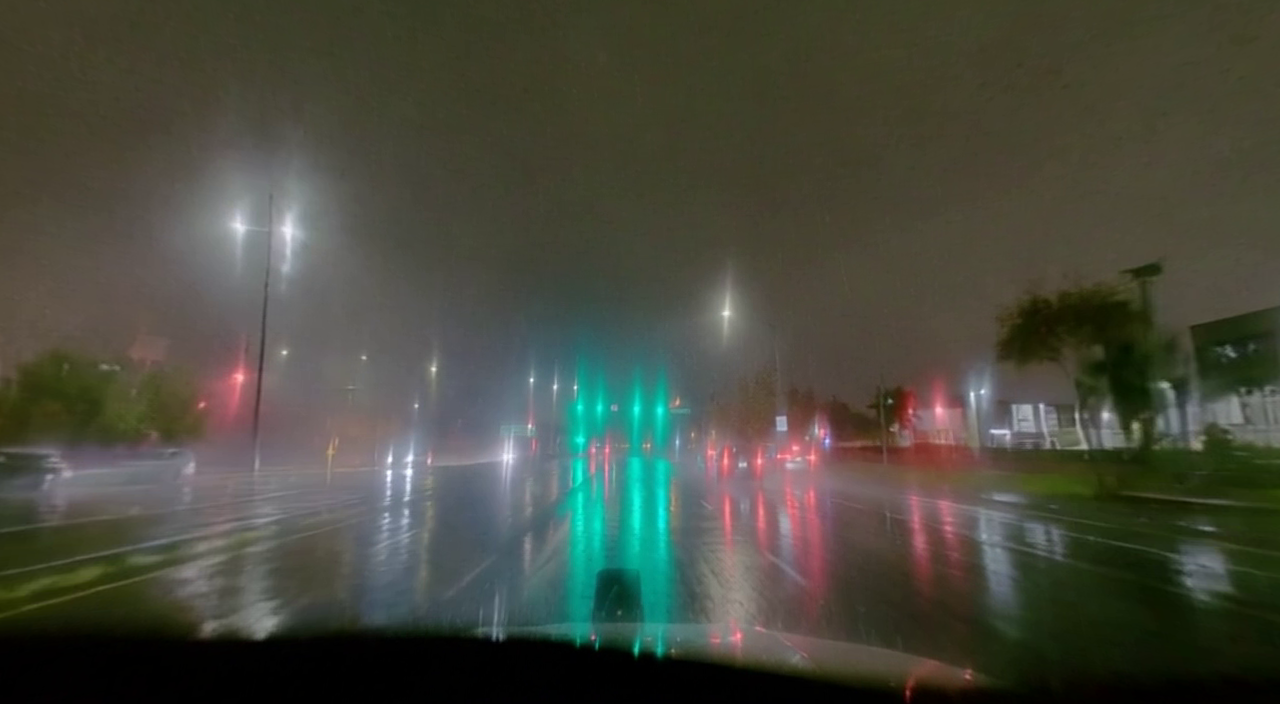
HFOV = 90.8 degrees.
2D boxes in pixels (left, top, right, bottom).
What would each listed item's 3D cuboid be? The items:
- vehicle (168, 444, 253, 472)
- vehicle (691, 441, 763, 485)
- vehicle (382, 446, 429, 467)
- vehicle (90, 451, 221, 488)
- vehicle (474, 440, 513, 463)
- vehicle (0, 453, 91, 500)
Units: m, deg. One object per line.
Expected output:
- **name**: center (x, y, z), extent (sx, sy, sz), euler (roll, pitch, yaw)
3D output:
- **vehicle**: center (-30.400, 7.510, 44.820), extent (4.409, 1.912, 2.090), euler (0, -9, 0)
- **vehicle**: center (3.121, 4.090, 23.589), extent (1.966, 1.449, 4.290), euler (0, -9, -1)
- **vehicle**: center (-17.496, 7.780, 47.248), extent (1.897, 1.507, 4.132), euler (0, -9, 0)
- **vehicle**: center (-22.398, 5.415, 29.553), extent (2.098, 1.510, 5.072), euler (0, -9, 0)
- **vehicle**: center (-11.436, 7.816, 49.588), extent (2.027, 1.716, 4.357), euler (0, -9, 0)
- **vehicle**: center (-22.383, 4.359, 22.262), extent (1.865, 1.507, 4.631), euler (0, -9, 0)
